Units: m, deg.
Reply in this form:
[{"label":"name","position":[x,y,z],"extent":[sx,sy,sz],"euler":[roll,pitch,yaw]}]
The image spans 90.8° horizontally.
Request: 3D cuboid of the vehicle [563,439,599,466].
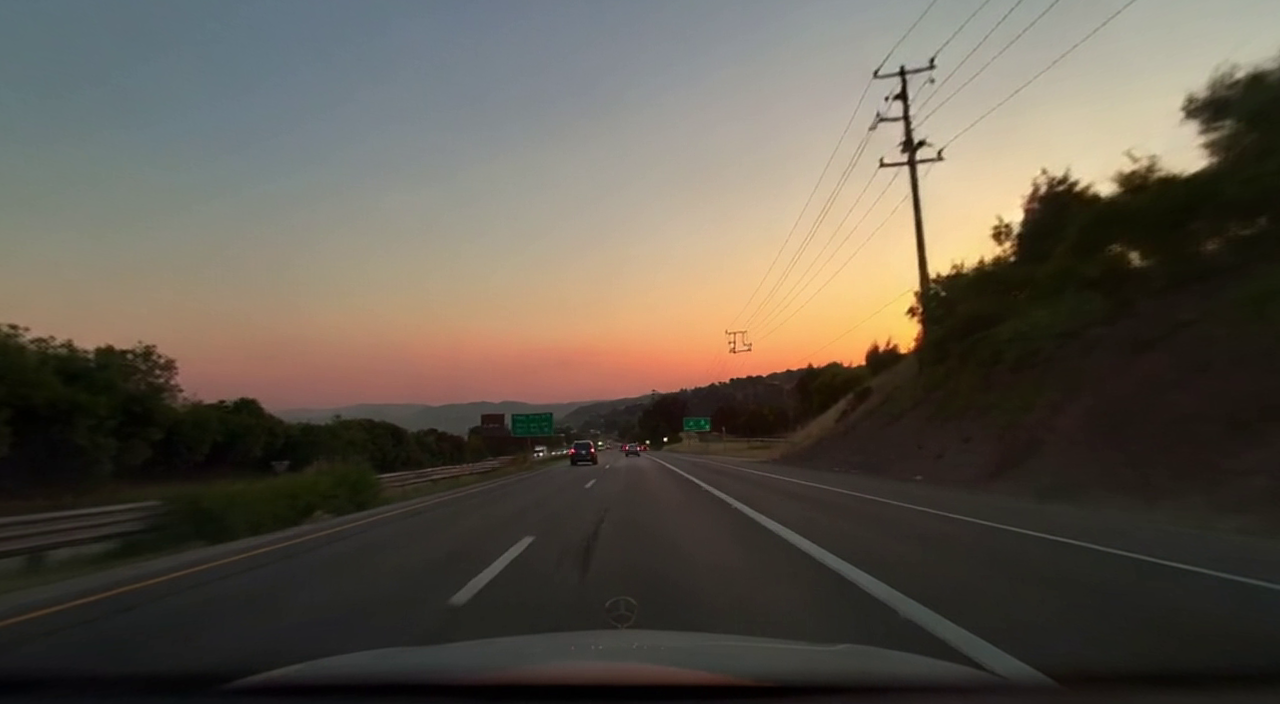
[{"label":"vehicle","position":[-4.197,7.215,45.594],"extent":[2.130,1.823,4.761],"euler":[0,-8,1]}]
